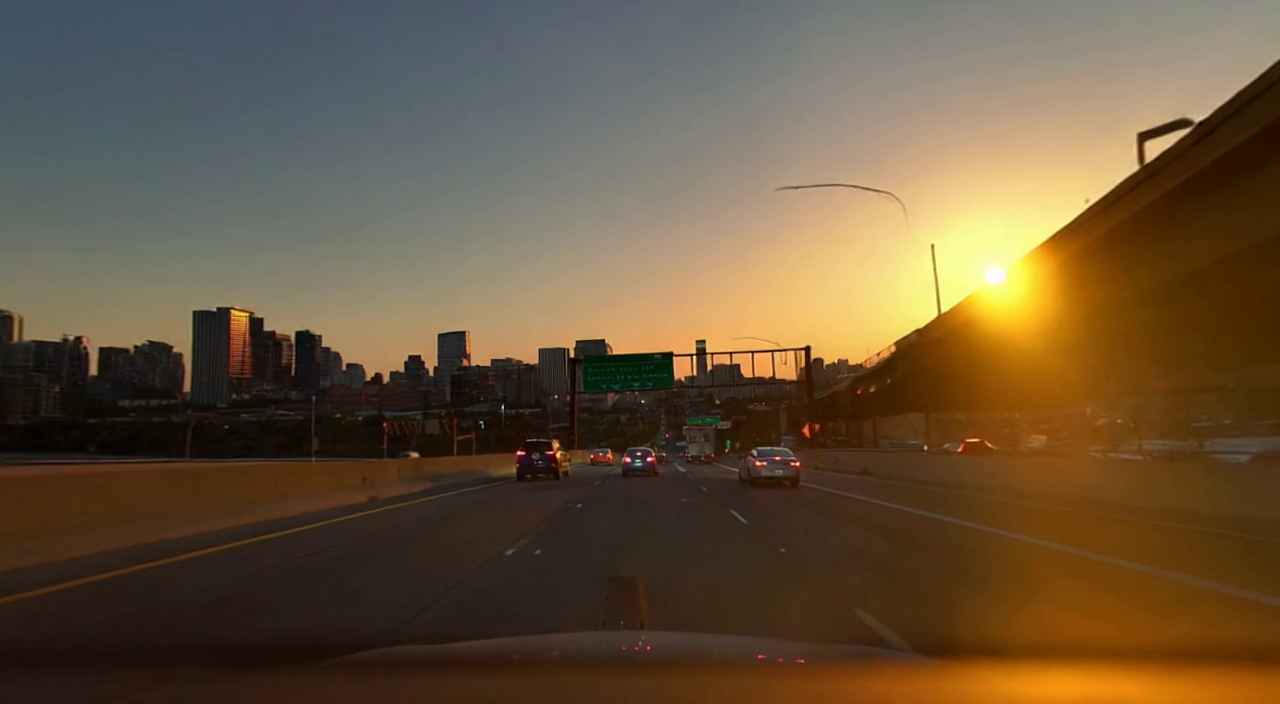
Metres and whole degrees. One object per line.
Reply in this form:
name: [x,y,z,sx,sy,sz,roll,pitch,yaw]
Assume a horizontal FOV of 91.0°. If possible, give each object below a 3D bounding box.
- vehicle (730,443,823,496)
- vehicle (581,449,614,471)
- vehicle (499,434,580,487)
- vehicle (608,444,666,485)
vehicle: [4.149,3.624,19.824,1.974,1.490,3.994,0,-8,0]
vehicle: [-2.968,7.661,44.883,1.868,1.431,4.055,0,-8,3]
vehicle: [-3.738,4.149,24.383,2.142,1.819,4.648,0,-8,3]
vehicle: [-0.072,4.416,25.100,2.089,1.493,3.964,0,-8,1]
